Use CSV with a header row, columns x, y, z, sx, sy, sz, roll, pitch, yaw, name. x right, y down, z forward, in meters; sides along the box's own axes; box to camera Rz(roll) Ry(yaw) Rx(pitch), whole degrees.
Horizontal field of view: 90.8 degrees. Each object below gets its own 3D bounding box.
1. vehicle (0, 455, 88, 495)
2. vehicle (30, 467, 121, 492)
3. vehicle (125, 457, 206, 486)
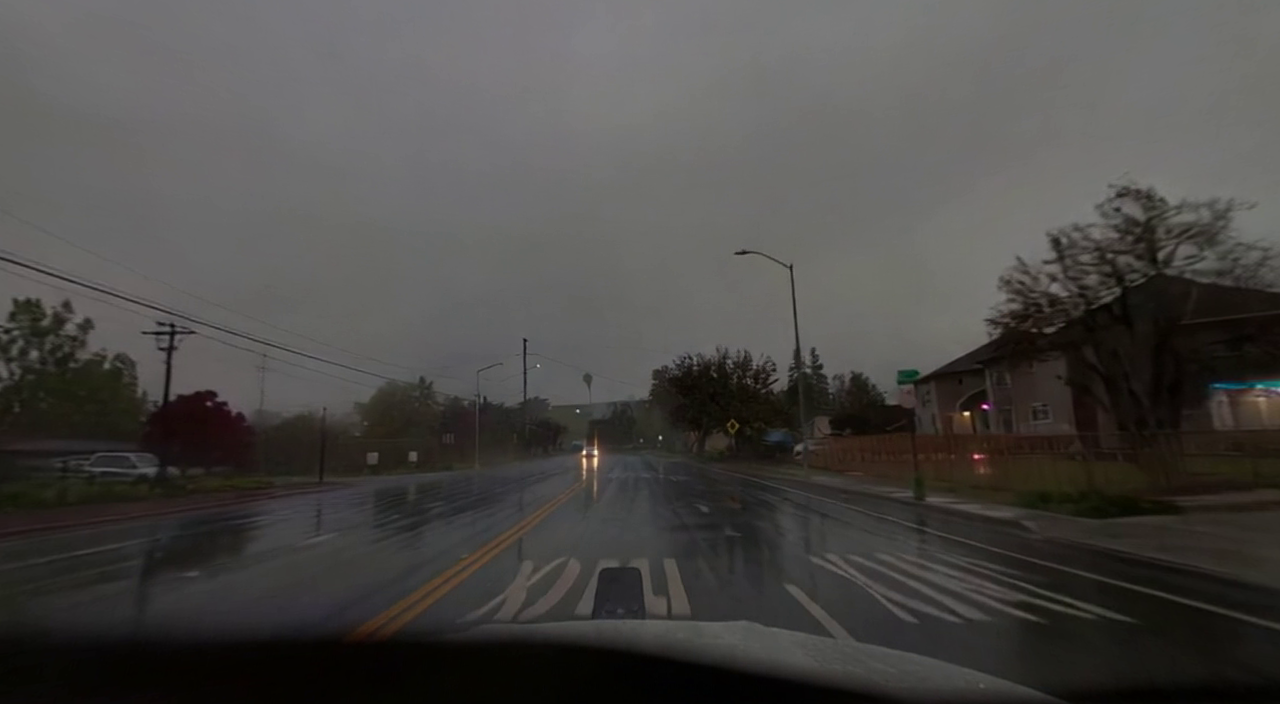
x,y,z,sx,sy,sz,roll,pitch,yaw,name
-38.468,7.798,40.528,1.950,2.284,4.544,0,-8,-2,vehicle
-35.717,8.061,40.140,1.783,1.440,4.423,0,-9,-2,vehicle
-30.067,7.571,40.233,1.914,1.709,4.579,1,-9,-5,vehicle
